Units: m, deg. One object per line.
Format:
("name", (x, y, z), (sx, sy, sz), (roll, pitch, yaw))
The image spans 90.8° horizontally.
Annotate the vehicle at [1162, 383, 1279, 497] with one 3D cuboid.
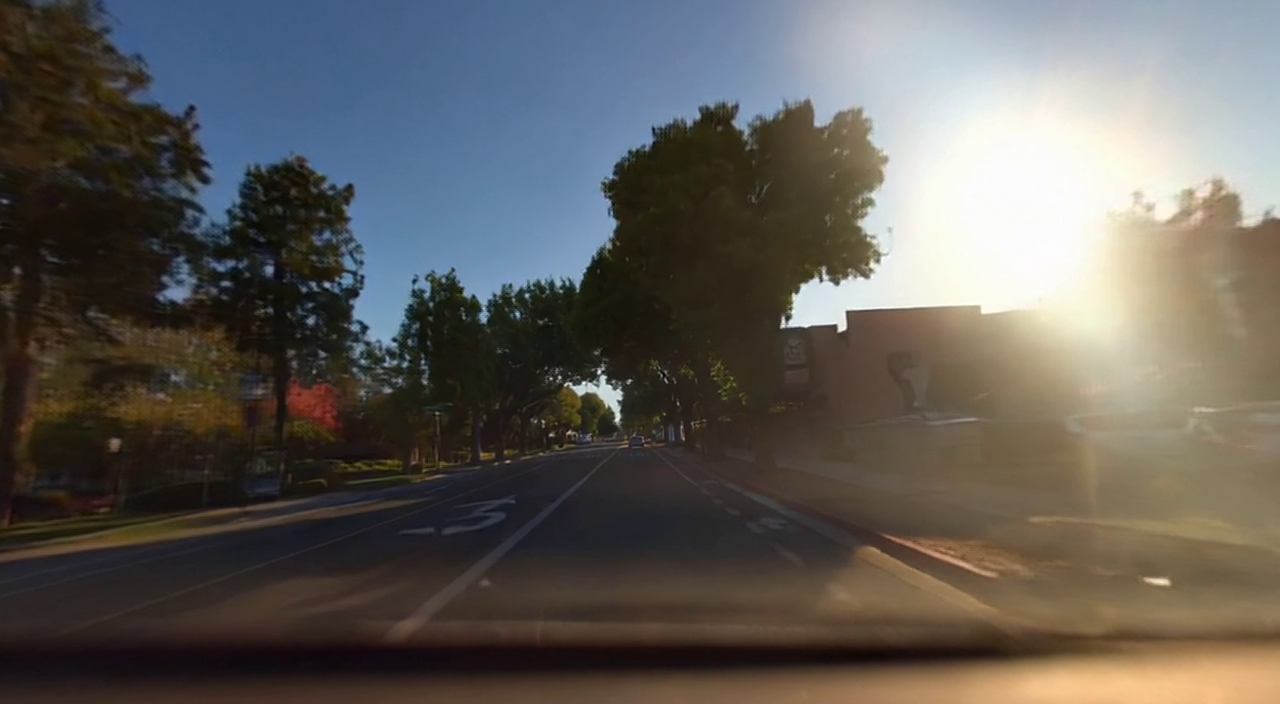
("vehicle", (11.039, 1.280, 9.558), (2.001, 1.744, 4.449), (-1, -10, -9))
